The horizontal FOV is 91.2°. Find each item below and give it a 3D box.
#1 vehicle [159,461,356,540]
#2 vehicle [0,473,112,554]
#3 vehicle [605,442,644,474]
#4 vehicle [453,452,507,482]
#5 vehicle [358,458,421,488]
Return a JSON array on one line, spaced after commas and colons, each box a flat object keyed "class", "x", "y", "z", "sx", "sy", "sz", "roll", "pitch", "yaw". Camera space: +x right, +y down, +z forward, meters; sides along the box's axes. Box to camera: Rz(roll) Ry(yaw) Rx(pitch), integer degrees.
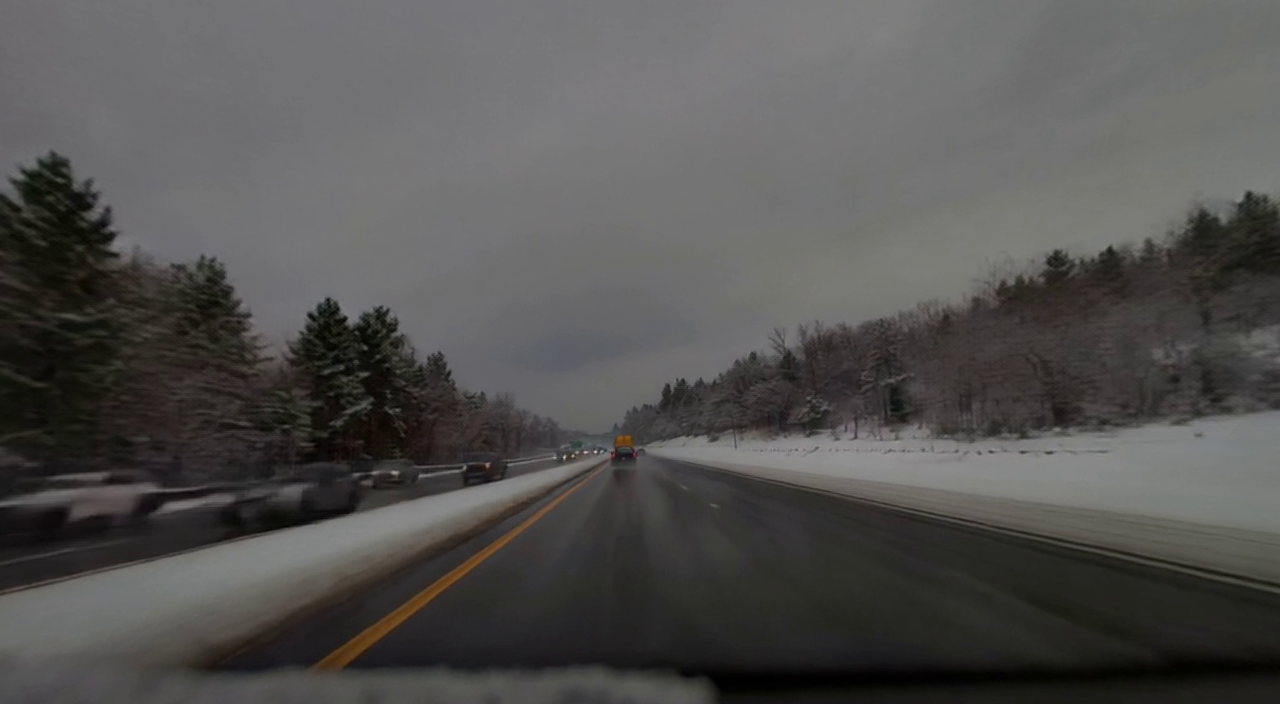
[{"class": "vehicle", "x": -8.970, "y": 3.476, "z": 15.312, "sx": 1.933, "sy": 1.527, "sz": 4.642, "roll": 0, "pitch": -9, "yaw": -1}, {"class": "vehicle", "x": -13.570, "y": 3.356, "z": 13.057, "sx": 1.845, "sy": 1.474, "sz": 3.768, "roll": 0, "pitch": -9, "yaw": -1}, {"class": "vehicle", "x": -0.882, "y": 6.160, "z": 36.565, "sx": 2.168, "sy": 1.705, "sz": 4.272, "roll": 0, "pitch": -9, "yaw": -1}, {"class": "vehicle", "x": -9.374, "y": 6.755, "z": 37.181, "sx": 2.076, "sy": 1.635, "sz": 4.399, "roll": 0, "pitch": -9, "yaw": 0}, {"class": "vehicle", "x": -14.390, "y": 6.936, "z": 36.194, "sx": 1.935, "sy": 1.549, "sz": 4.209, "roll": 0, "pitch": -9, "yaw": -1}]
